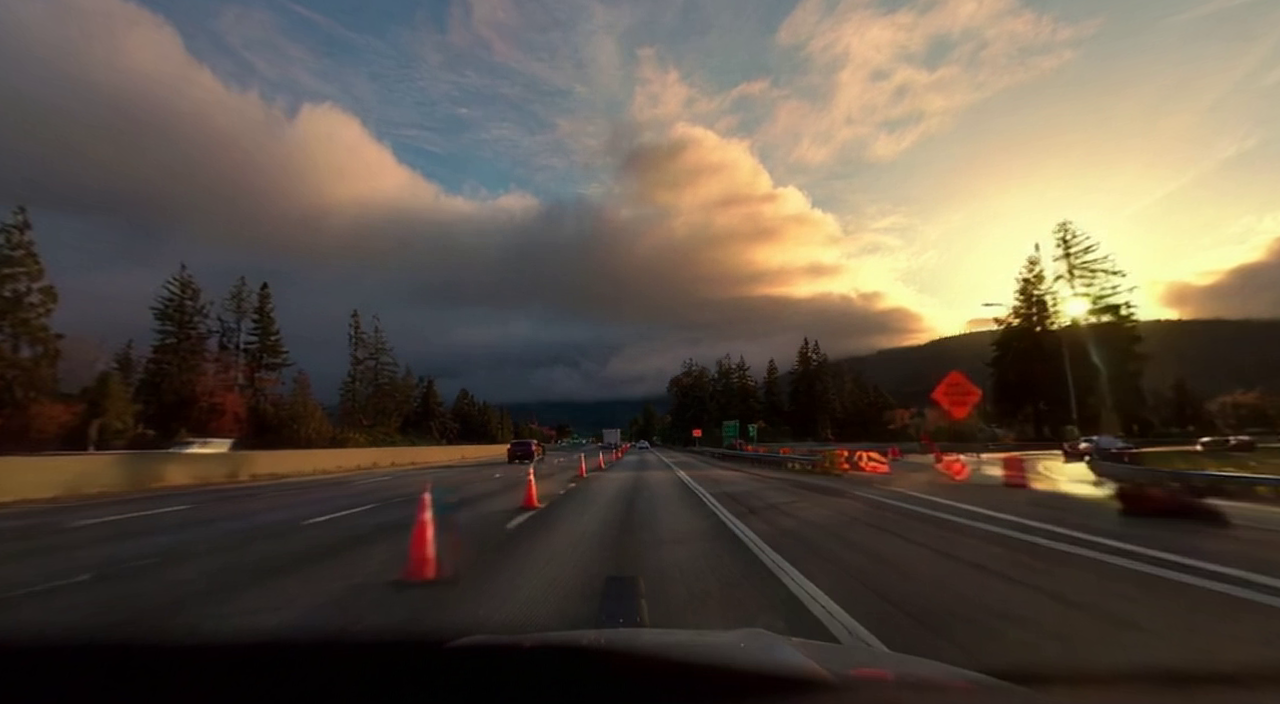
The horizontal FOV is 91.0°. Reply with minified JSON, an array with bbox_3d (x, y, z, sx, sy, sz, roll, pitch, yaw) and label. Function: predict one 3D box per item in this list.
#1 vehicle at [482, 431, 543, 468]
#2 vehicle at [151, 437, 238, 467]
[{"bbox_3d":[-6.601,5.143,33.258,2.103,1.775,4.966,0,-8,1],"label":"vehicle"},{"bbox_3d":[-25.347,5.682,35.977,1.884,1.584,3.970,0,-8,3],"label":"vehicle"}]
